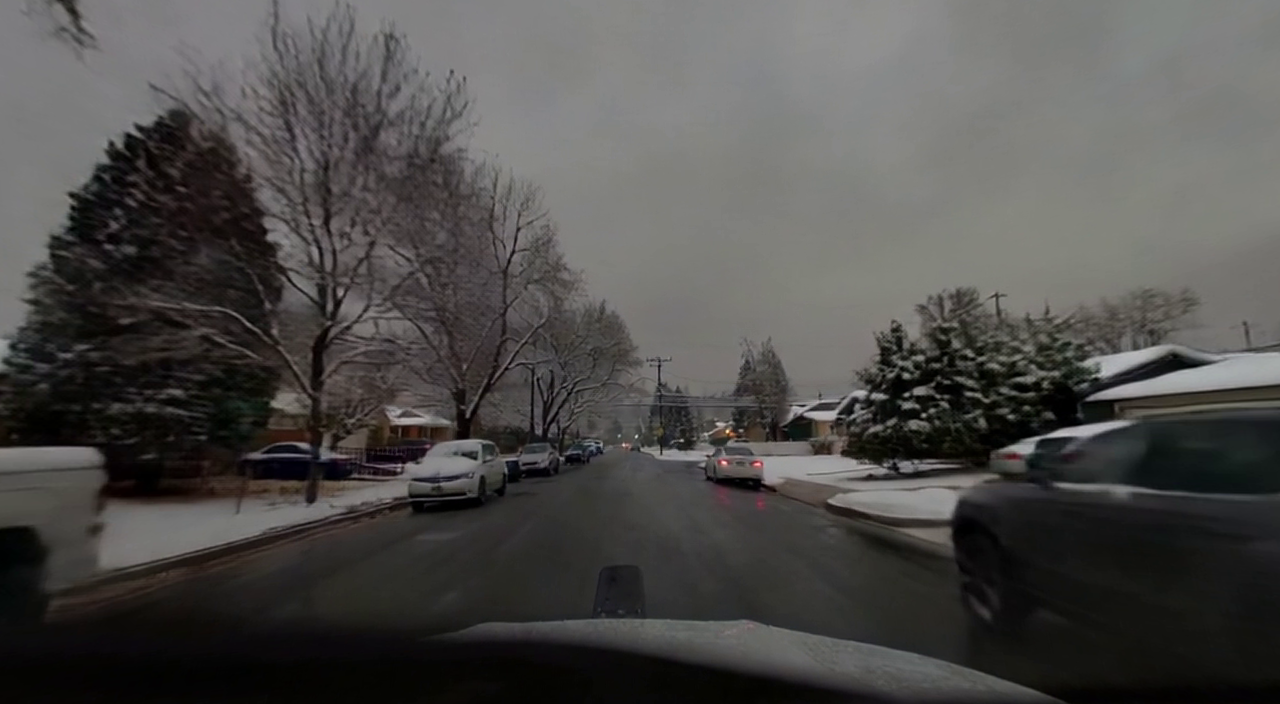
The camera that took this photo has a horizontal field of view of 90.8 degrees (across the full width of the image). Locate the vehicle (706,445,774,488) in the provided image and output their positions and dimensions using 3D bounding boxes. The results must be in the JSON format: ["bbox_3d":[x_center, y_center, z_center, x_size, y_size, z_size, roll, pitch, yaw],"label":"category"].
[{"bbox_3d":[3.736,4.354,24.318,1.945,1.495,3.983,0,-9,0],"label":"vehicle"}]

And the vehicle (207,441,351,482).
[{"bbox_3d":[-13.558,4.106,23.931,4.220,1.462,1.913,1,-9,-4],"label":"vehicle"}]

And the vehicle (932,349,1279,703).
[{"bbox_3d":[3.605,1.000,3.243,2.082,1.790,4.330,0,-9,0],"label":"vehicle"}]

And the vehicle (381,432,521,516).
[{"bbox_3d":[-4.683,3.035,16.579,2.140,1.815,4.926,0,-7,0],"label":"vehicle"}]

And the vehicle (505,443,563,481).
[{"bbox_3d":[-4.976,5.201,30.237,1.887,1.660,4.312,0,-9,1],"label":"vehicle"}]

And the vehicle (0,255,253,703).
[{"bbox_3d":[-4.707,0.569,2.300,2.476,2.434,6.543,-1,-7,0],"label":"vehicle"}]
